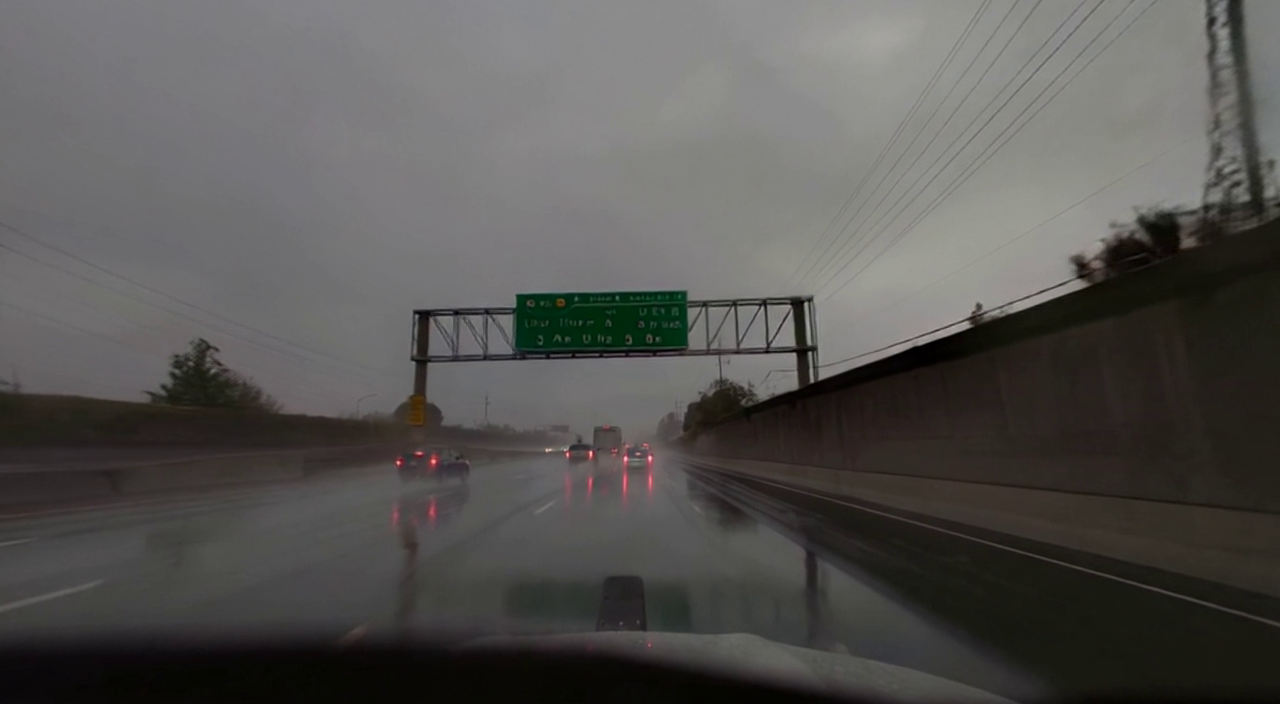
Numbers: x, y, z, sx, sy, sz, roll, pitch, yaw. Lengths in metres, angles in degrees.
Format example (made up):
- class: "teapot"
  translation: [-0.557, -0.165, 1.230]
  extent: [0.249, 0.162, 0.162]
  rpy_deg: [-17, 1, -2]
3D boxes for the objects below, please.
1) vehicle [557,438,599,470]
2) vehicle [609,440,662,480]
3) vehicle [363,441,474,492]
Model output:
- class: "vehicle"
  translation: [-3.761, 6.284, 39.055]
  extent: [2.109, 1.840, 4.614]
  rpy_deg: [0, -9, 1]
- class: "vehicle"
  translation: [-0.176, 4.761, 27.988]
  extent: [2.178, 1.640, 4.071]
  rpy_deg: [0, -9, 1]
- class: "vehicle"
  translation: [-7.265, 3.795, 21.249]
  extent: [2.025, 1.510, 4.582]
  rpy_deg: [0, -9, 1]
